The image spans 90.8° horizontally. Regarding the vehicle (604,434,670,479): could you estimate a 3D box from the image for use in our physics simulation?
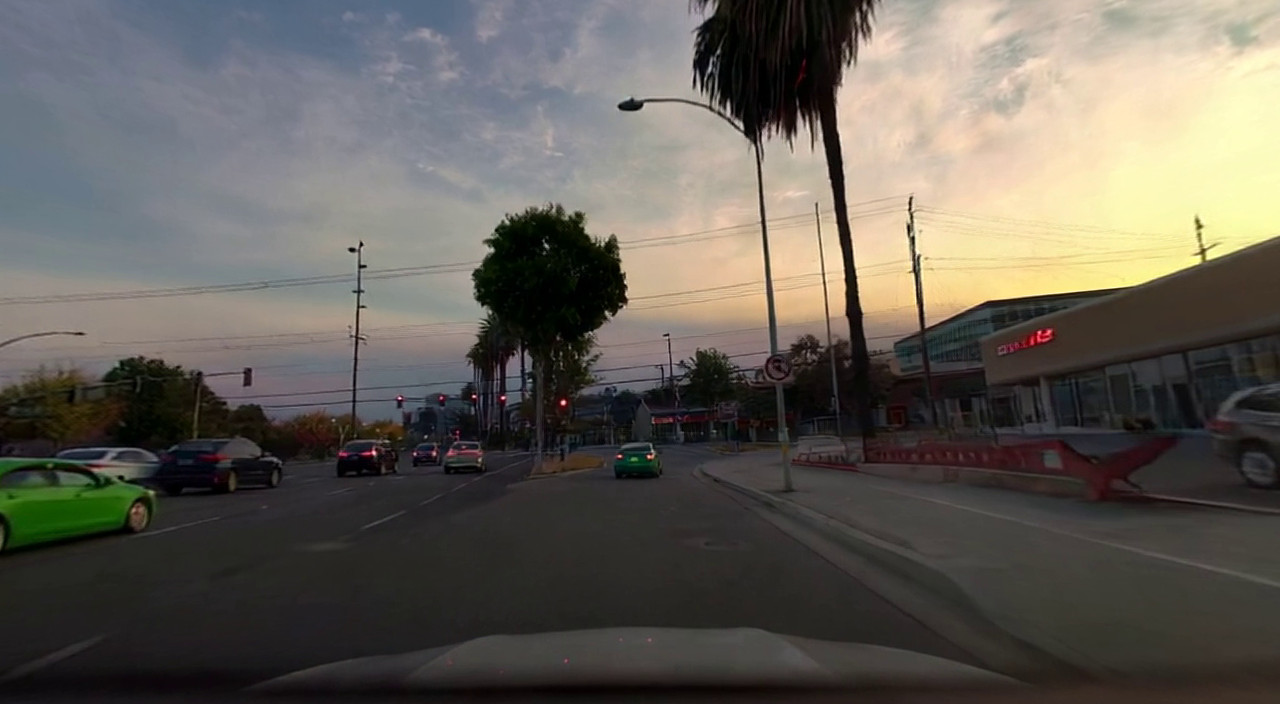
[{"bbox_3d":[0.006,3.891,23.662,2.070,1.493,4.570,-1,-9,4],"label":"vehicle"}]

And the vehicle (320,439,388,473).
[{"bbox_3d":[-15.705,5.729,34.956,2.020,1.709,4.343,1,-9,-6],"label":"vehicle"}]

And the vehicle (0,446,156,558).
[{"bbox_3d":[-9.490,2.077,8.944,1.958,1.455,4.504,1,-9,-4],"label":"vehicle"}]

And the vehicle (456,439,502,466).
[{"bbox_3d":[-9.387,5.899,37.137,1.912,1.487,4.471,1,-9,-5],"label":"vehicle"}]

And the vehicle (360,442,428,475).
[{"bbox_3d":[-11.865,5.131,30.738,1.905,1.482,4.463,1,-9,-6],"label":"vehicle"}]
